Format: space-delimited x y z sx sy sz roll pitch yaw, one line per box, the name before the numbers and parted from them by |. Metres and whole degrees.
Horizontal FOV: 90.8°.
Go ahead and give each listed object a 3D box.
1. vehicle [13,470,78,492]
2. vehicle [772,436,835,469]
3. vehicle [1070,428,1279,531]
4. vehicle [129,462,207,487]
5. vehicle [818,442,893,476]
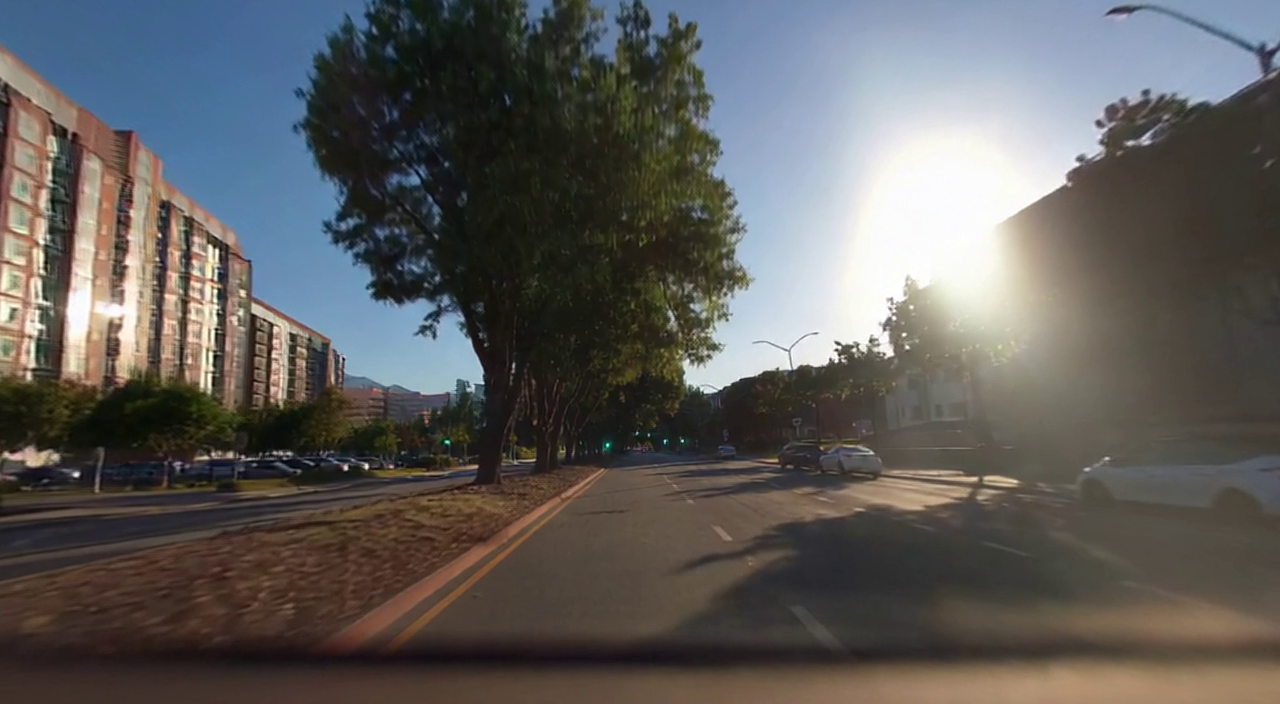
vehicle | -46.908 10.181 49.926 3.617 1.424 1.636 5 -13 -42
vehicle | 9.763 6.054 38.204 2.272 1.843 4.913 0 -9 -3
vehicle | 10.158 2.091 10.756 2.011 1.466 4.989 0 -9 -3
vehicle | -32.762 8.479 43.884 3.802 1.590 1.968 0 -9 2
vehicle | 10.029 4.990 29.755 1.964 1.477 4.459 0 -9 0
